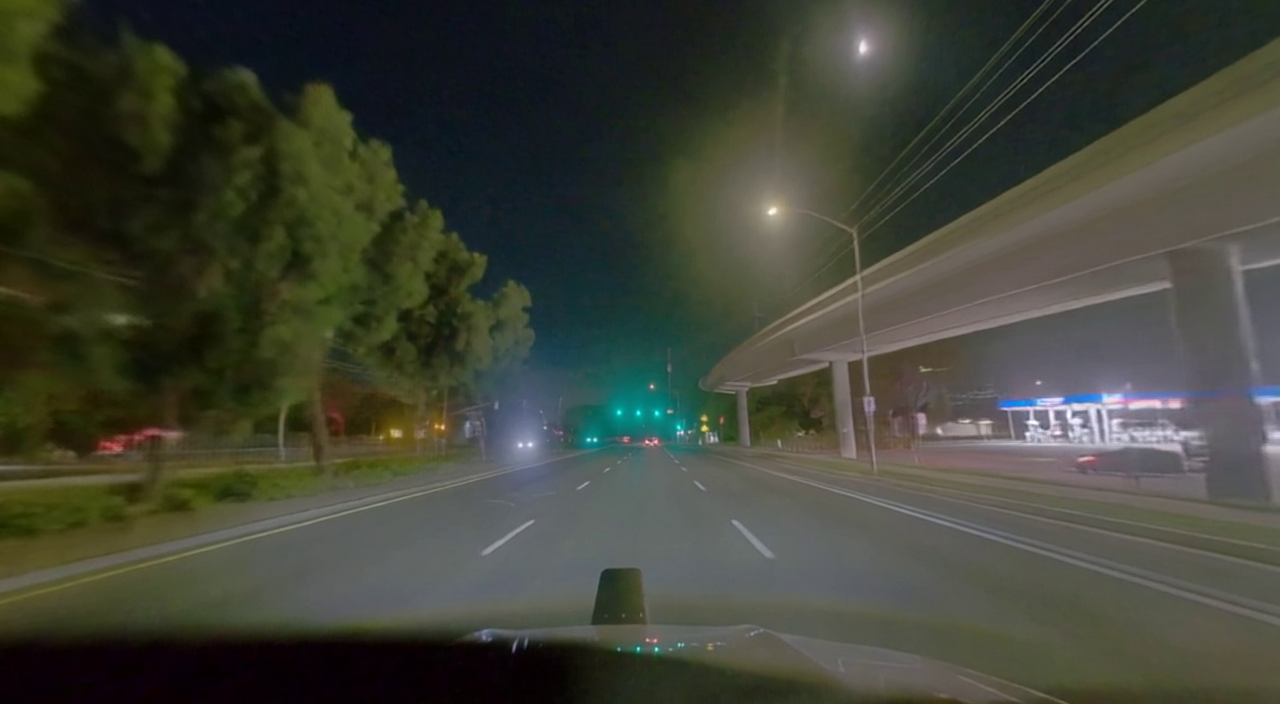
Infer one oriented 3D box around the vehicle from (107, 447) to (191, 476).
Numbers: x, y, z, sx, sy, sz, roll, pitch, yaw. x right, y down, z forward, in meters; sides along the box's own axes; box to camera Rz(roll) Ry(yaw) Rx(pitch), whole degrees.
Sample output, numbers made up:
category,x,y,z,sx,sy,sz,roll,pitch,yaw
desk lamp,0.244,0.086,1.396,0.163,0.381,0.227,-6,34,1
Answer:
category,x,y,z,sx,sy,sz,roll,pitch,yaw
vehicle,-26.995,5.977,34.478,4.488,1.486,1.991,-5,-10,30
